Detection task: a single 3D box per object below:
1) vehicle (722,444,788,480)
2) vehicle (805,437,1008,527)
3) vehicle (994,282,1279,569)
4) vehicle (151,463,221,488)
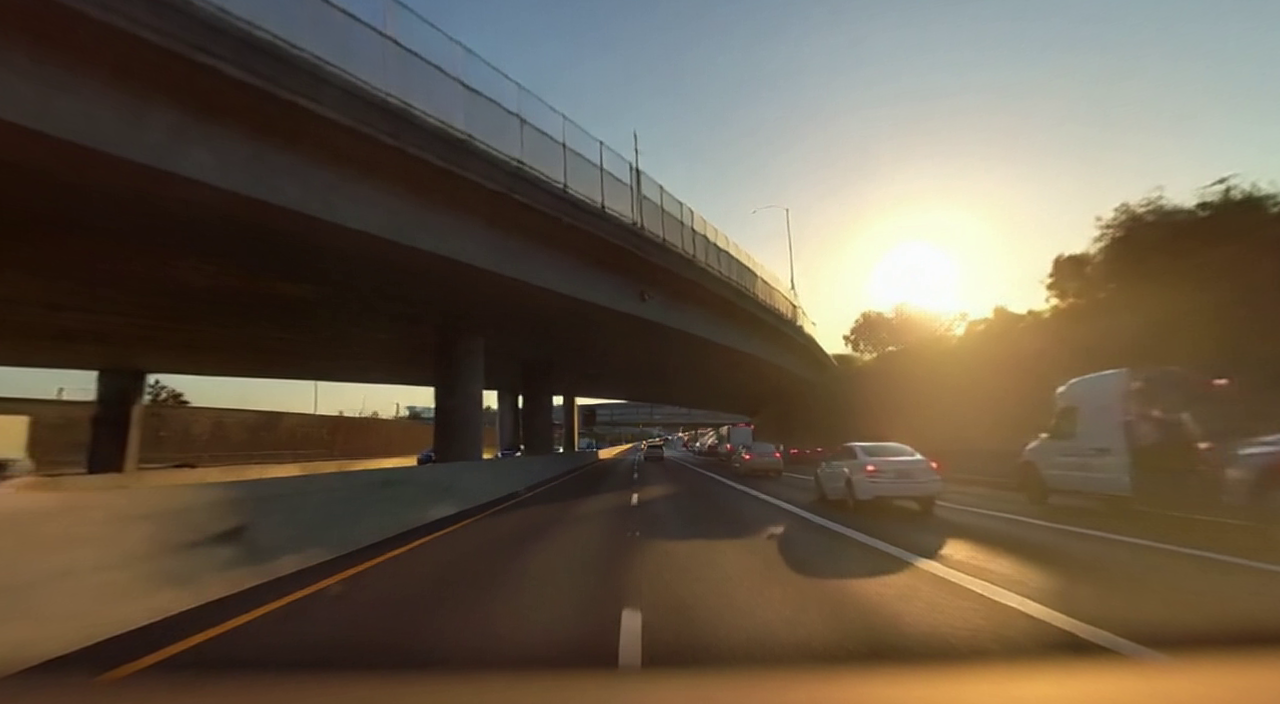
[{"bbox_3d":[4.914,4.767,27.663,1.987,1.448,4.356,0,-8,-1],"label":"vehicle"},{"bbox_3d":[5.116,2.547,13.127,1.959,1.483,5.135,0,-8,0],"label":"vehicle"},{"bbox_3d":[8.819,1.004,8.357,3.020,3.240,8.990,0,-8,0],"label":"vehicle"},{"bbox_3d":[-31.654,8.601,44.238,1.829,1.506,4.390,0,-8,-3],"label":"vehicle"}]
